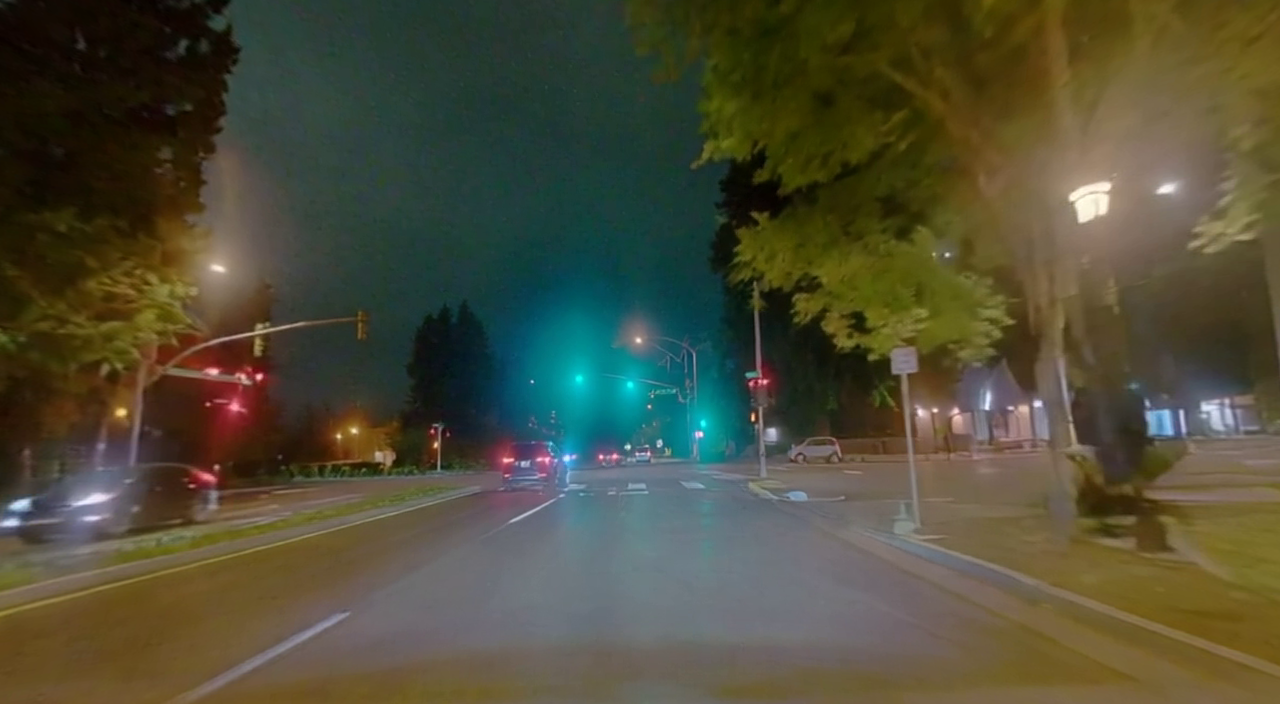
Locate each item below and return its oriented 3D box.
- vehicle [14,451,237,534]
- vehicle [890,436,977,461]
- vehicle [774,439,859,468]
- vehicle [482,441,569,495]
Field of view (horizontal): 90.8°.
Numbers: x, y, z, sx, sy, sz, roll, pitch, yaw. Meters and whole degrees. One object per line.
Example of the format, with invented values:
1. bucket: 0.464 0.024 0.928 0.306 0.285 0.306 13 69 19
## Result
1. vehicle: -13.937 3.763 17.672 2.140 1.824 4.913 -3 -9 0
2. vehicle: 19.777 6.536 42.734 4.954 1.458 1.951 1 -10 2
3. vehicle: 11.114 6.445 40.102 4.817 1.789 2.010 -1 -10 6
4. vehicle: -3.958 4.085 22.689 2.169 1.706 4.638 0 -9 1
